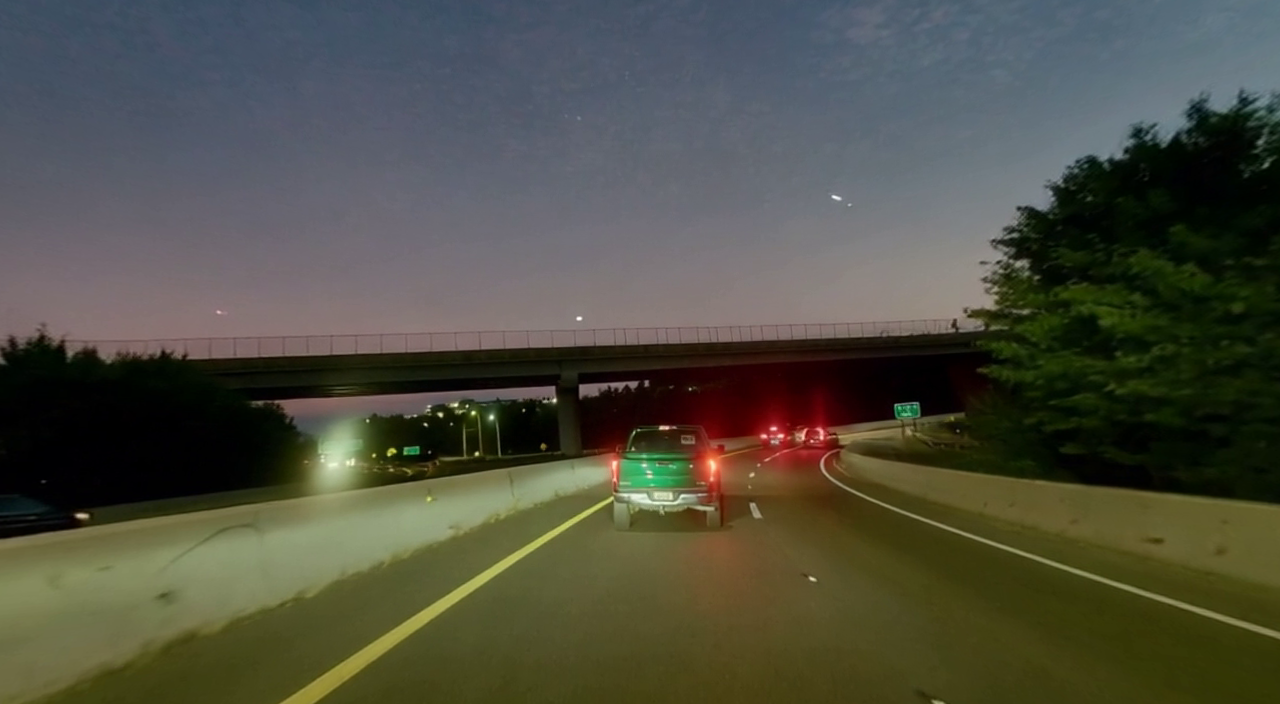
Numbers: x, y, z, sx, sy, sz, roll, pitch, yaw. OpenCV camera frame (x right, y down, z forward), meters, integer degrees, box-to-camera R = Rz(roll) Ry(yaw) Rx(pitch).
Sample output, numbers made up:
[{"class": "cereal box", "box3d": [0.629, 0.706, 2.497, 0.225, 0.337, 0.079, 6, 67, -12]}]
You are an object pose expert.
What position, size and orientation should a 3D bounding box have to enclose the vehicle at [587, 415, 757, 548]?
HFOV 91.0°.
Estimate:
[{"class": "vehicle", "box3d": [0.595, 2.030, 10.562, 2.235, 1.716, 4.435, -1, -9, 5]}]
